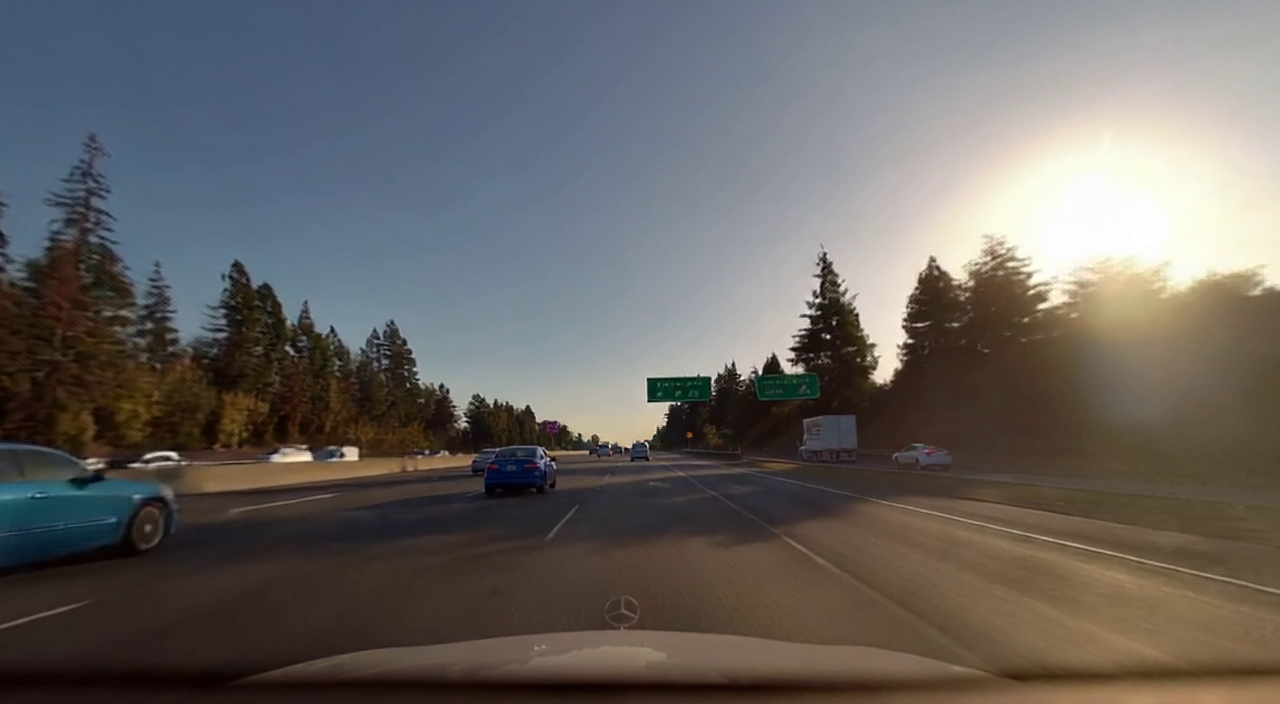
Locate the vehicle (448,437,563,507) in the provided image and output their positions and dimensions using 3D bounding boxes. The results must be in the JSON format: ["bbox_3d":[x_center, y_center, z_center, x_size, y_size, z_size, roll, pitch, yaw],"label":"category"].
[{"bbox_3d":[-3.268,3.008,16.249,2.020,1.554,4.137,0,-9,0],"label":"vehicle"}]

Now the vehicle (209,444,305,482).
[{"bbox_3d":[-17.167,4.985,28.580,1.924,1.569,3.779,0,-9,0],"label":"vehicle"}]

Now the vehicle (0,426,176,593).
[{"bbox_3d":[-6.944,1.444,5.697,1.955,1.540,4.715,0,-9,-1],"label":"vehicle"}]

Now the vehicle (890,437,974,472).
[{"bbox_3d":[15.243,5.386,33.315,2.081,1.707,4.756,0,-9,-1],"label":"vehicle"}]
